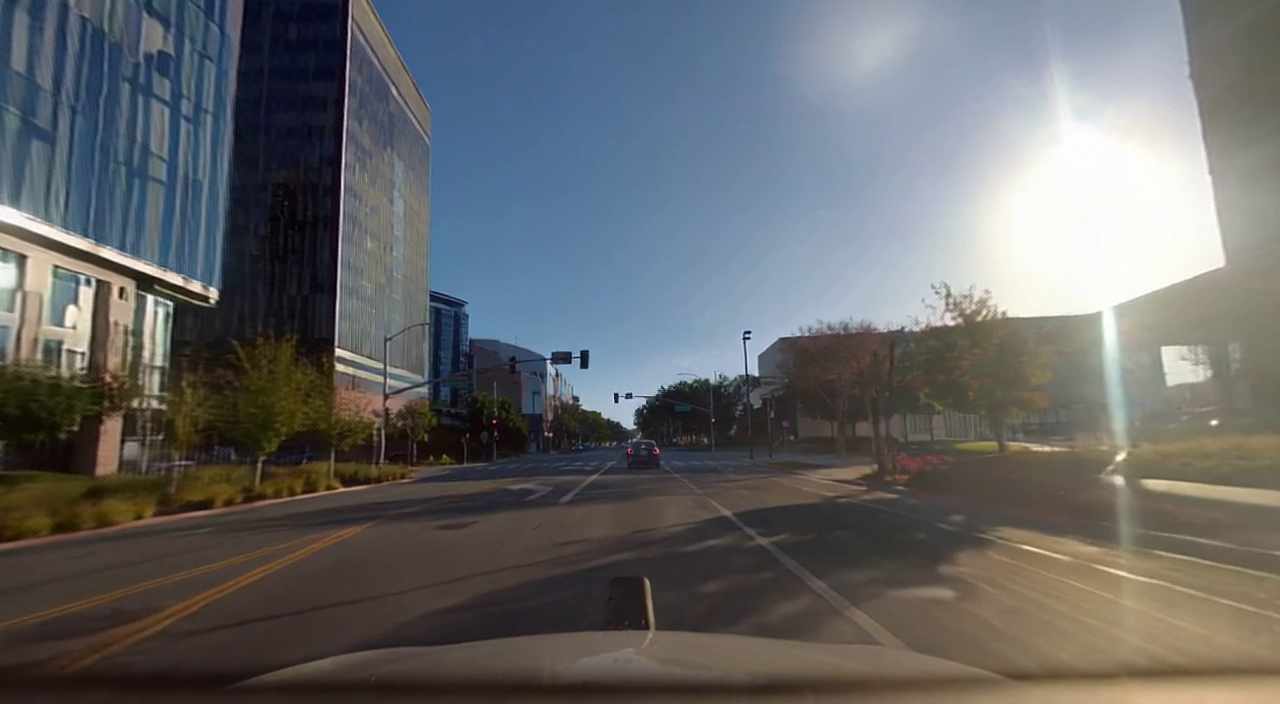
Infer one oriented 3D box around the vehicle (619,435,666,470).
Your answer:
[{"bbox_3d":[0.100,4.997,31.427,2.184,1.640,4.086,0,-9,-1],"label":"vehicle"}]
